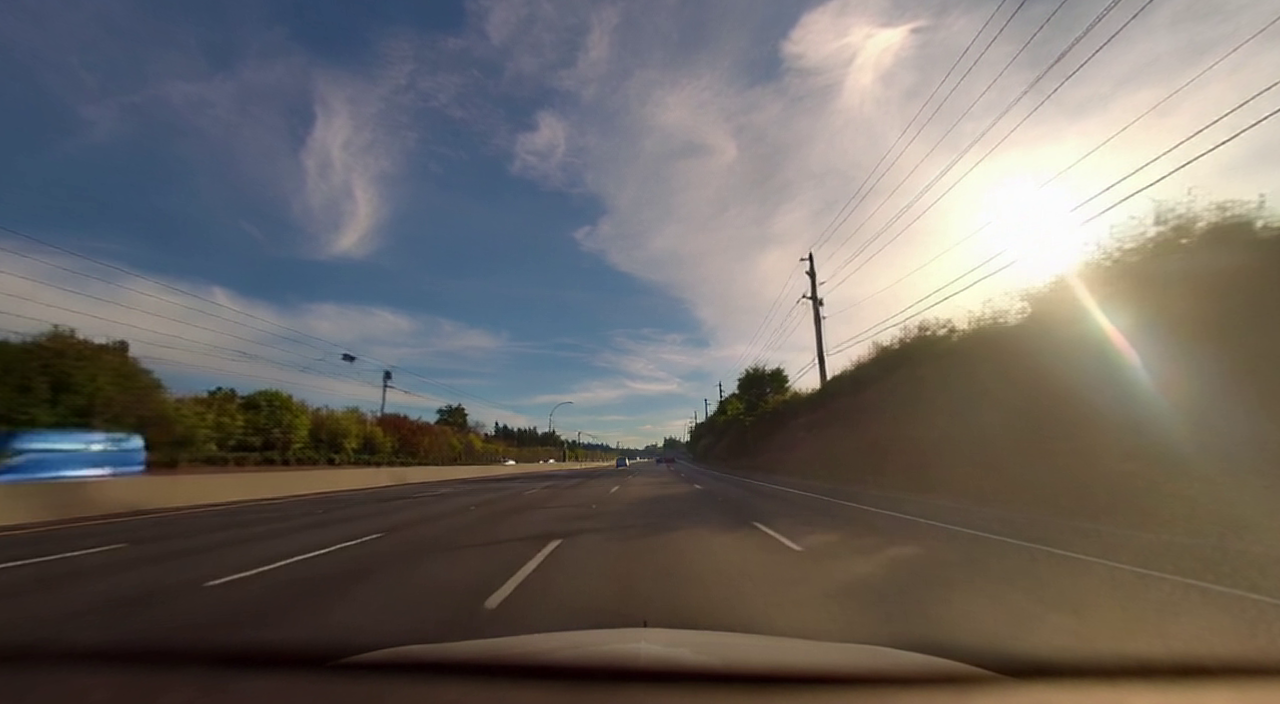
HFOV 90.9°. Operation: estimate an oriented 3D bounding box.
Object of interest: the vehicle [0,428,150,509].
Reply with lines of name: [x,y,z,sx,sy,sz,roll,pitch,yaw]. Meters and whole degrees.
vehicle: [-21.825,4.242,23.429,2.253,2.596,5.946,-1,-9,1]
